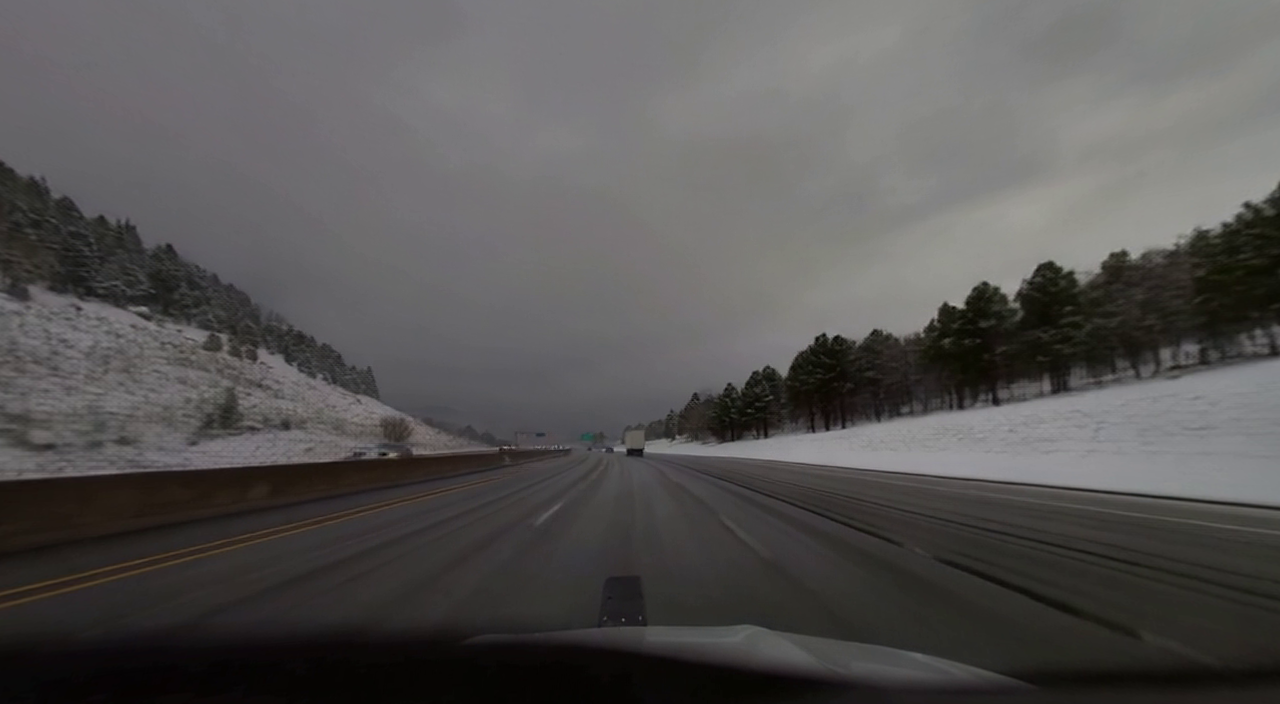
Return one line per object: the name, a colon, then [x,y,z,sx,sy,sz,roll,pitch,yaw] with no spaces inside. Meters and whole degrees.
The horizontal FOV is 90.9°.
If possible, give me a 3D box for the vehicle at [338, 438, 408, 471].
vehicle: [-15.107,5.800,35.987,2.008,1.721,4.625,0,-9,-1]
